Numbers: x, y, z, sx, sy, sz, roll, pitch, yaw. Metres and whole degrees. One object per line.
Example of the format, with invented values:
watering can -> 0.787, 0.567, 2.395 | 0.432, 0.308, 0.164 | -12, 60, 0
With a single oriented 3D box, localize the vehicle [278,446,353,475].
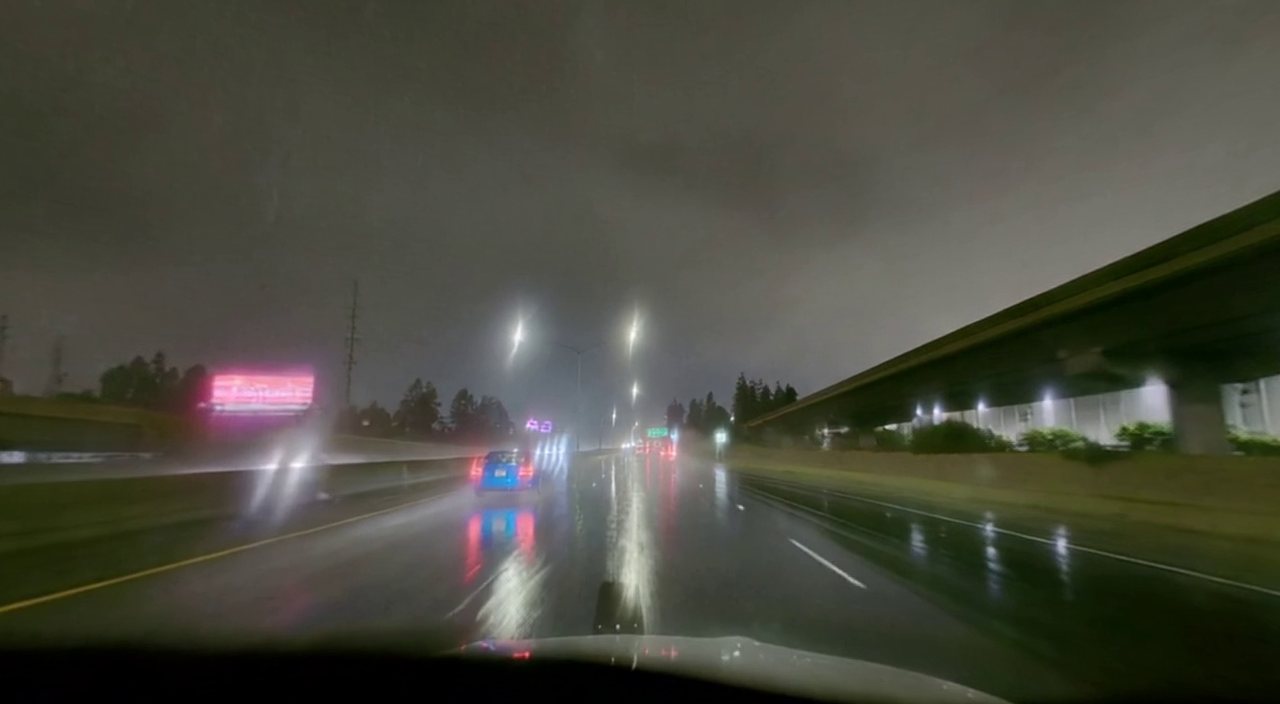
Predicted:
vehicle -> -21.764, 7.287, 42.695 | 2.092, 1.783, 5.548 | 0, -9, 0

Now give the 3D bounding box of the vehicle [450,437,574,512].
vehicle -> -2.956, 2.940, 15.718 | 2.029, 1.557, 4.570 | 0, -9, 1
